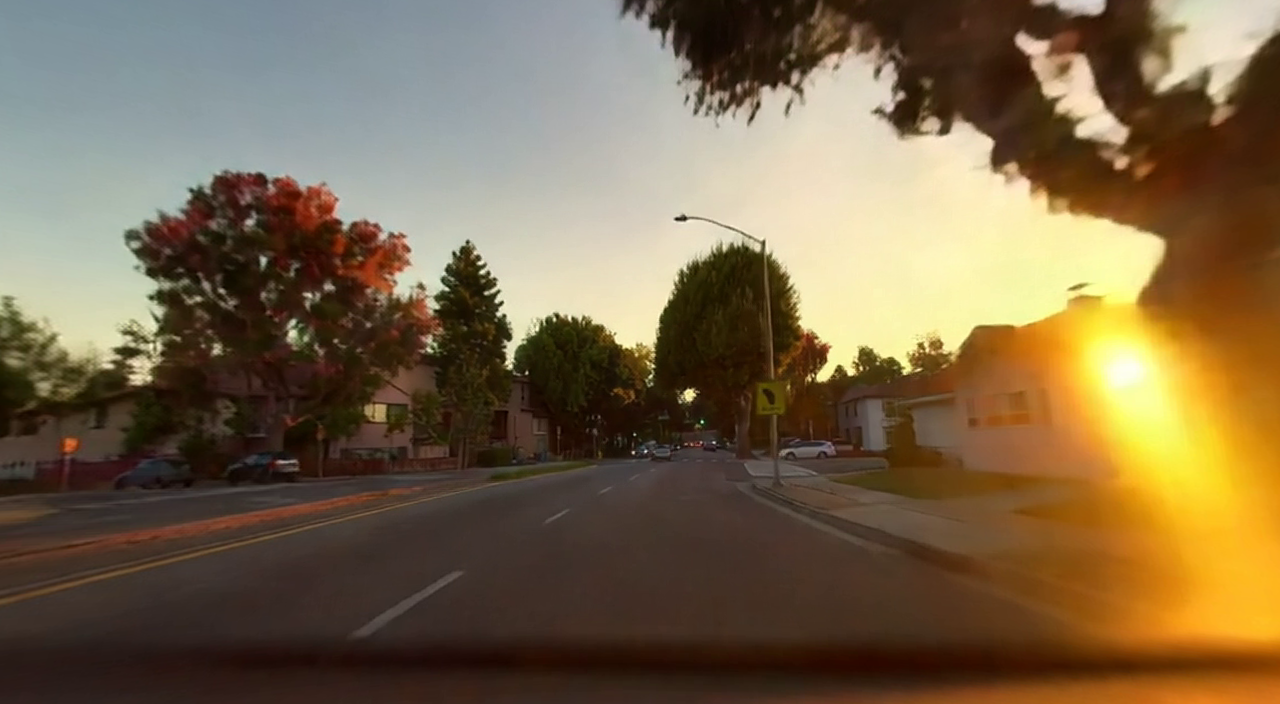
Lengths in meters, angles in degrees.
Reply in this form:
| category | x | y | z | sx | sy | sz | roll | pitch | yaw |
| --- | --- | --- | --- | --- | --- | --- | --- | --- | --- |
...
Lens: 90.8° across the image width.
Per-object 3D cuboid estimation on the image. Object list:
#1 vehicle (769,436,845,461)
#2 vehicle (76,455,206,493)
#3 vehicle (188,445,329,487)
| category | x | y | z | sx | sy | sz | roll | pitch | yaw |
| --- | --- | --- | --- | --- | --- | --- | --- | --- | --- |
| vehicle | 12.024 | 6.946 | 45.551 | 4.906 | 1.729 | 2.414 | -4 | -9 | 24 |
| vehicle | -26.006 | 6.342 | 33.117 | 4.861 | 1.784 | 1.947 | 1 | -9 | -10 |
| vehicle | -20.397 | 6.079 | 34.060 | 5.938 | 2.098 | 2.333 | 1 | -9 | -10 |
